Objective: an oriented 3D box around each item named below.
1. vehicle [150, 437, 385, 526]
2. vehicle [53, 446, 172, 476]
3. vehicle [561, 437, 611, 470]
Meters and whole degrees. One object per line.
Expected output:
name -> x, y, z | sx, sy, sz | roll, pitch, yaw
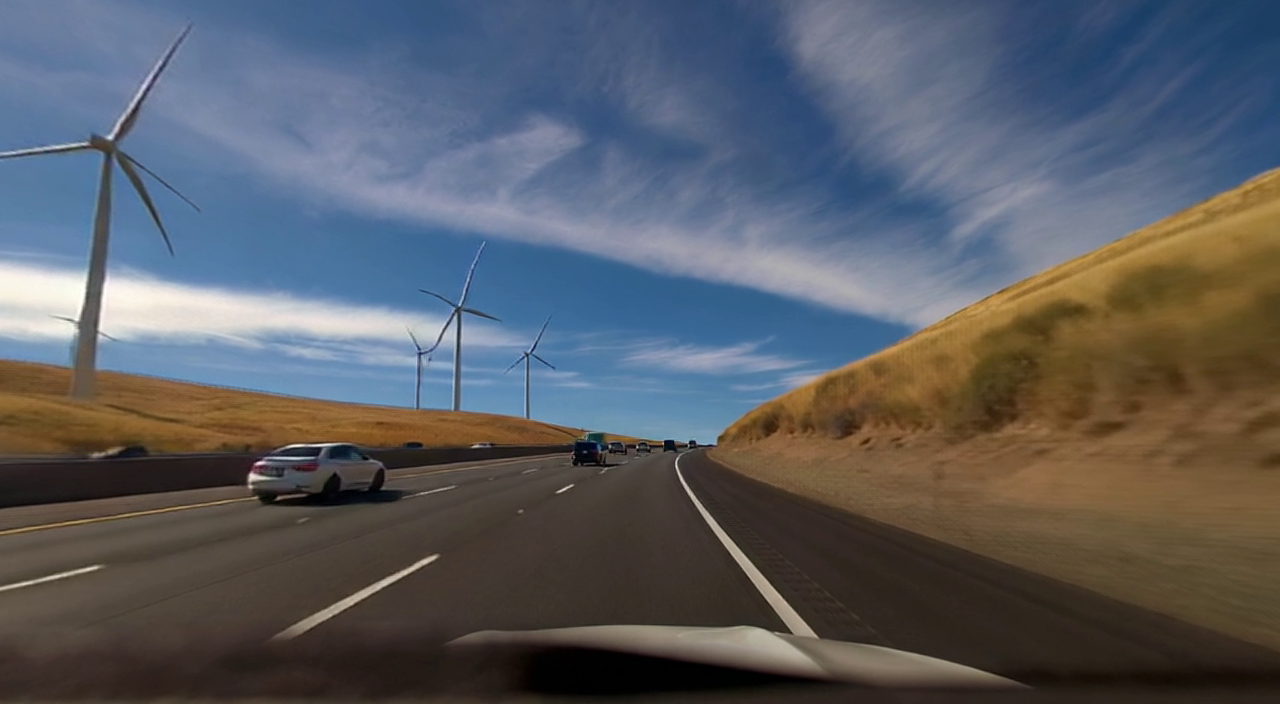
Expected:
vehicle -> -7.523, 2.629, 13.477 | 2.015, 1.537, 4.728 | 0, -9, 2
vehicle -> -28.053, 5.771, 33.745 | 2.050, 1.470, 4.909 | 0, -9, 1
vehicle -> -2.929, 5.632, 35.061 | 2.118, 1.702, 4.355 | -1, -9, 4
